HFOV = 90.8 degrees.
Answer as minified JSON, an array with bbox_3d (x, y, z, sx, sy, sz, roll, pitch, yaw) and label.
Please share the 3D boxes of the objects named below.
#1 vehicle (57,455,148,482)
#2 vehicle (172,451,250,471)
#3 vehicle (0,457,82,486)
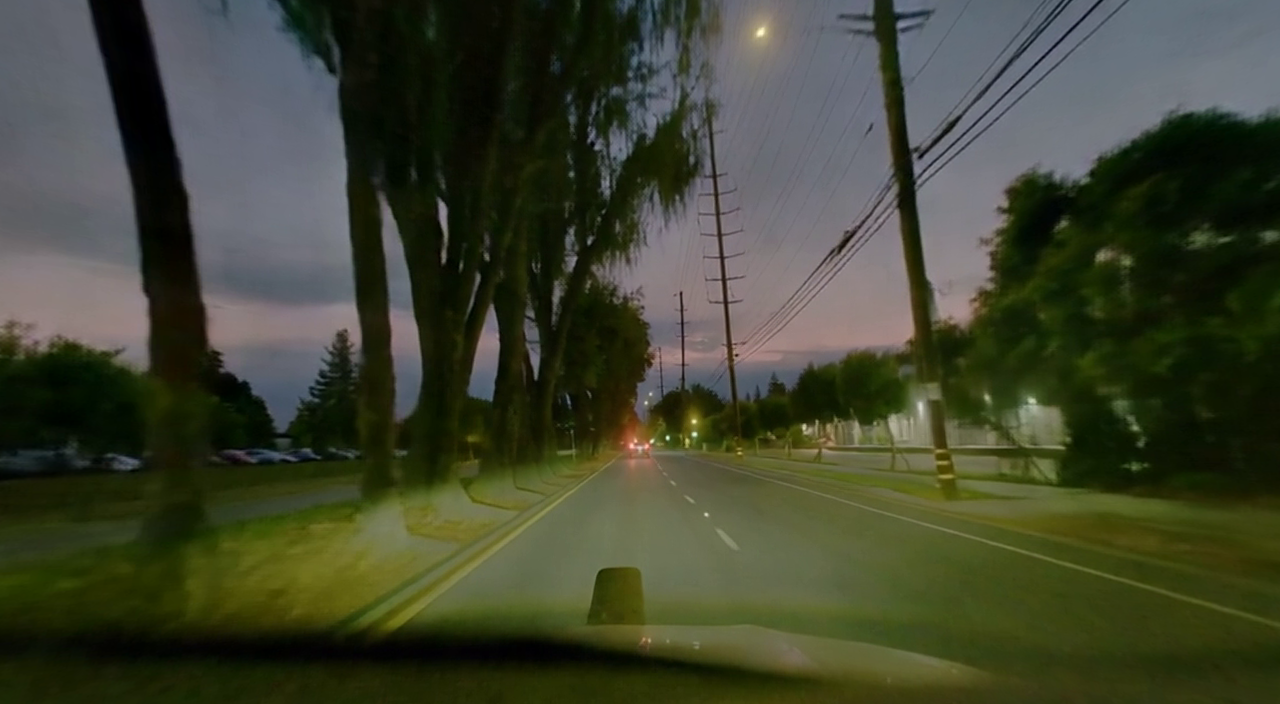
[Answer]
[{"bbox_3d":[-33.540,7.247,39.480,3.967,1.373,1.853,-3,-7,-1],"label":"vehicle"},{"bbox_3d":[-33.528,8.518,49.464,4.557,1.493,2.049,0,-8,0],"label":"vehicle"},{"bbox_3d":[-33.678,6.542,34.692,4.445,1.440,1.890,-1,-9,5],"label":"vehicle"}]
